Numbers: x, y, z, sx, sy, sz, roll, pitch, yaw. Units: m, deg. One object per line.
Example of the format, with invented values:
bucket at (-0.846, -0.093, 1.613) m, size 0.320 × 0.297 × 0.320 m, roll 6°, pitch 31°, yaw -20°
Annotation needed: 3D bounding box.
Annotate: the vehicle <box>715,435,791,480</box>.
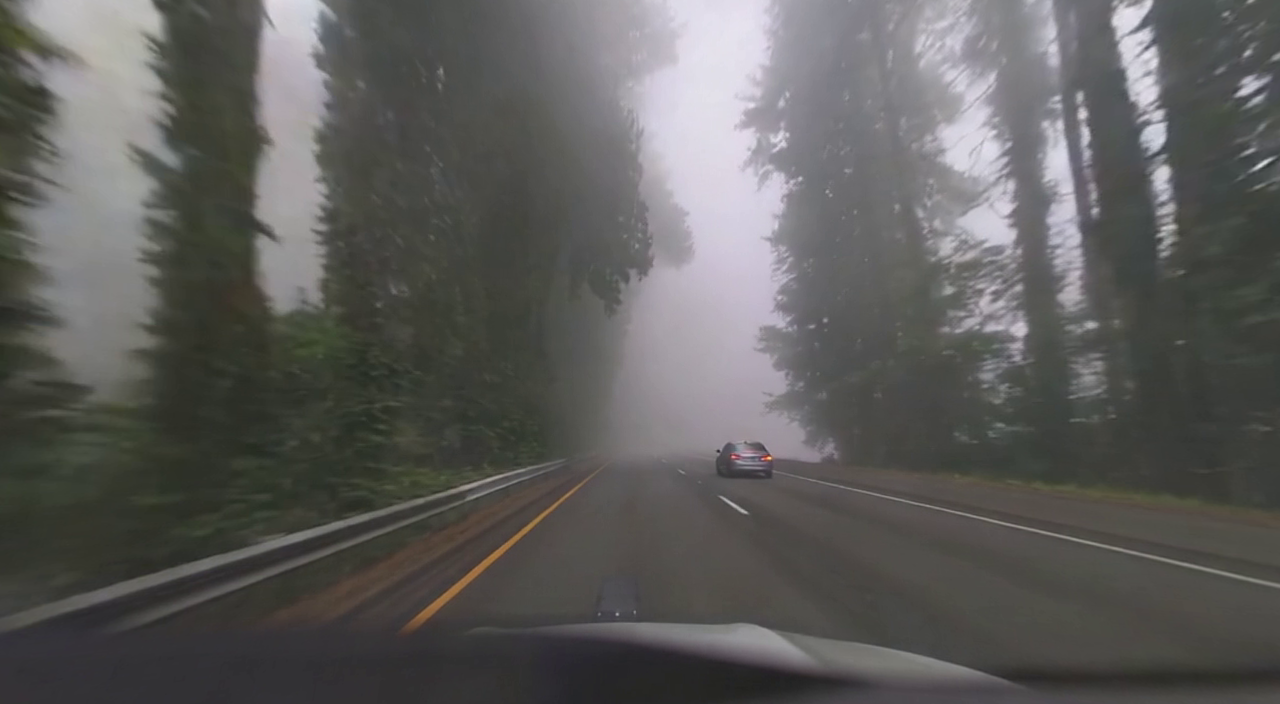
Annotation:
vehicle at (4.150, 3.944, 23.953) m, size 1.905 × 1.525 × 4.719 m, roll 0°, pitch -8°, yaw -2°
